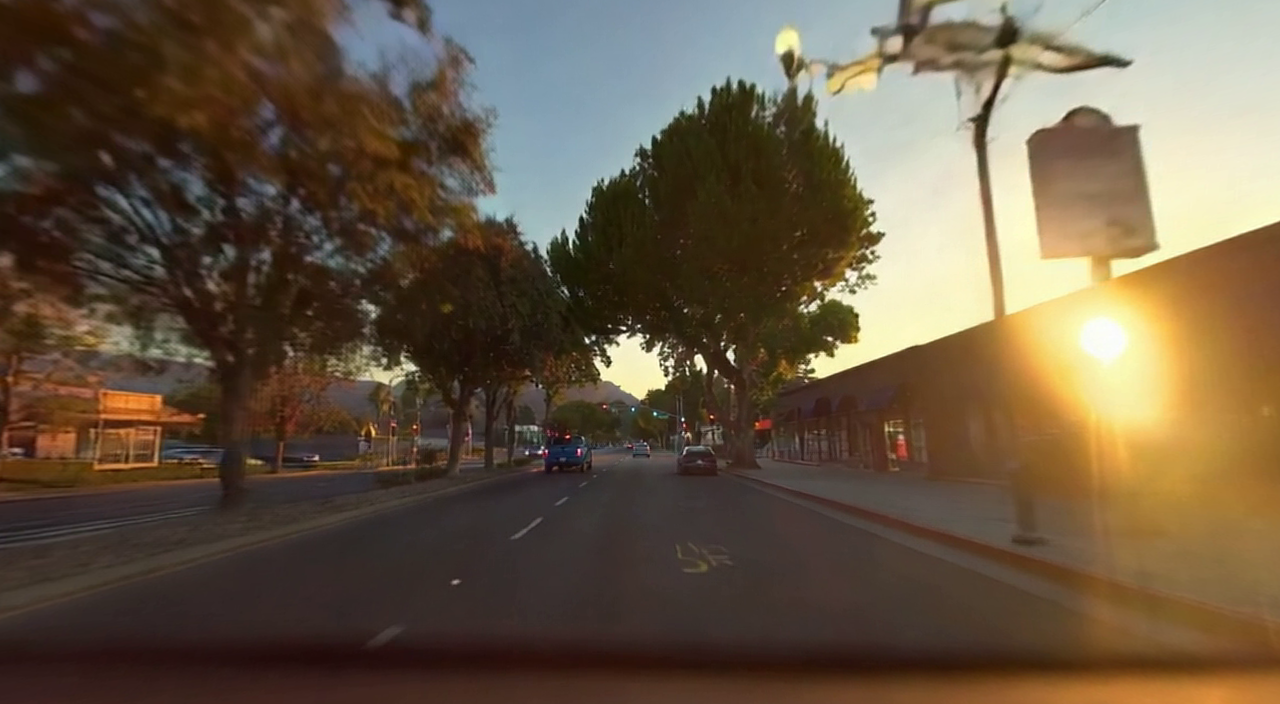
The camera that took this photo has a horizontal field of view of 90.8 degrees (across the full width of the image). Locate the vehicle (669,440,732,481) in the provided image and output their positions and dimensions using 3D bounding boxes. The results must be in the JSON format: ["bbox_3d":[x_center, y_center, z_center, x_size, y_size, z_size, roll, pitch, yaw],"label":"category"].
[{"bbox_3d":[2.304,4.258,25.016,2.103,1.487,4.101,0,-9,0],"label":"vehicle"}]

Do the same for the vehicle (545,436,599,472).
[{"bbox_3d":[-3.505,5.385,33.519,2.464,1.777,5.128,0,-9,-2],"label":"vehicle"}]
